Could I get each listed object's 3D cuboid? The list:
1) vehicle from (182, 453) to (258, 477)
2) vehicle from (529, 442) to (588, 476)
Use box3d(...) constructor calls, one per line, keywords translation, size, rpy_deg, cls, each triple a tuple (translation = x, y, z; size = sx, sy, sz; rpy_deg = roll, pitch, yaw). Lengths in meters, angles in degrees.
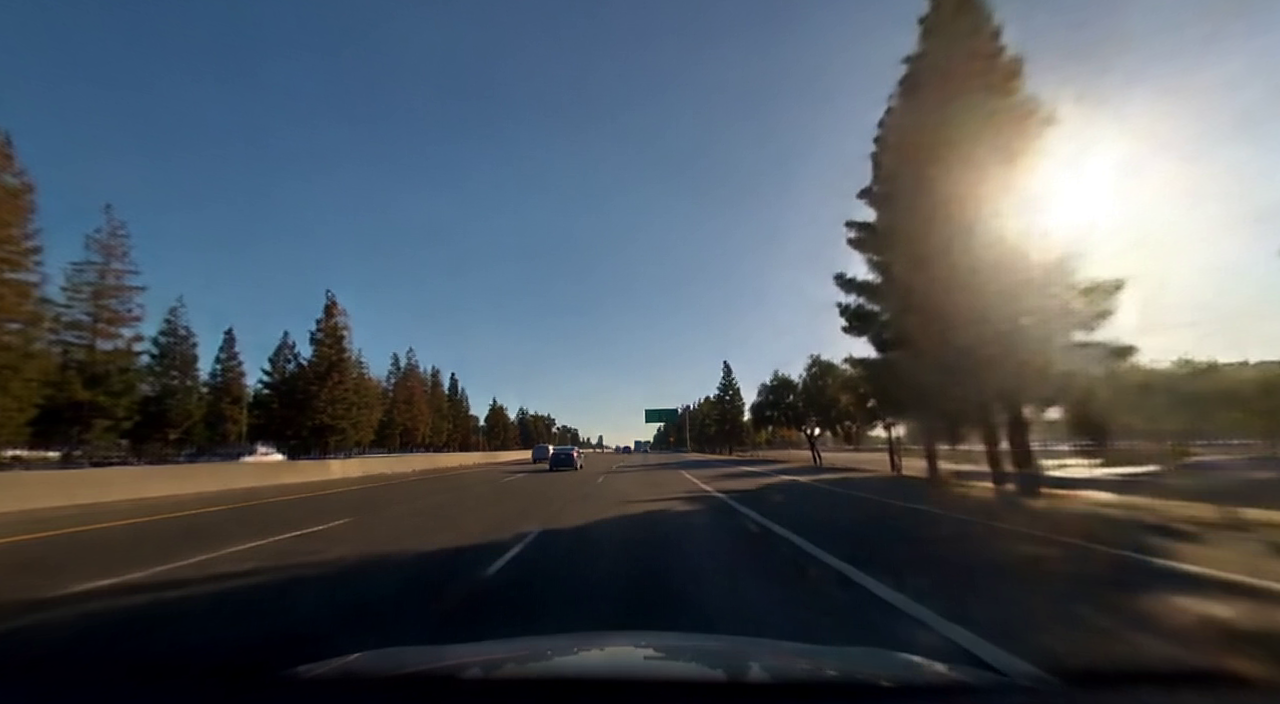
box3d(translation=(-27.837, 7.461, 41.986), size=(1.834, 1.438, 4.551), rpy_deg=(0, -8, 1), cls="vehicle")
box3d(translation=(-3.674, 4.934, 29.309), size=(2.128, 1.450, 4.078), rpy_deg=(0, -8, 1), cls="vehicle")
